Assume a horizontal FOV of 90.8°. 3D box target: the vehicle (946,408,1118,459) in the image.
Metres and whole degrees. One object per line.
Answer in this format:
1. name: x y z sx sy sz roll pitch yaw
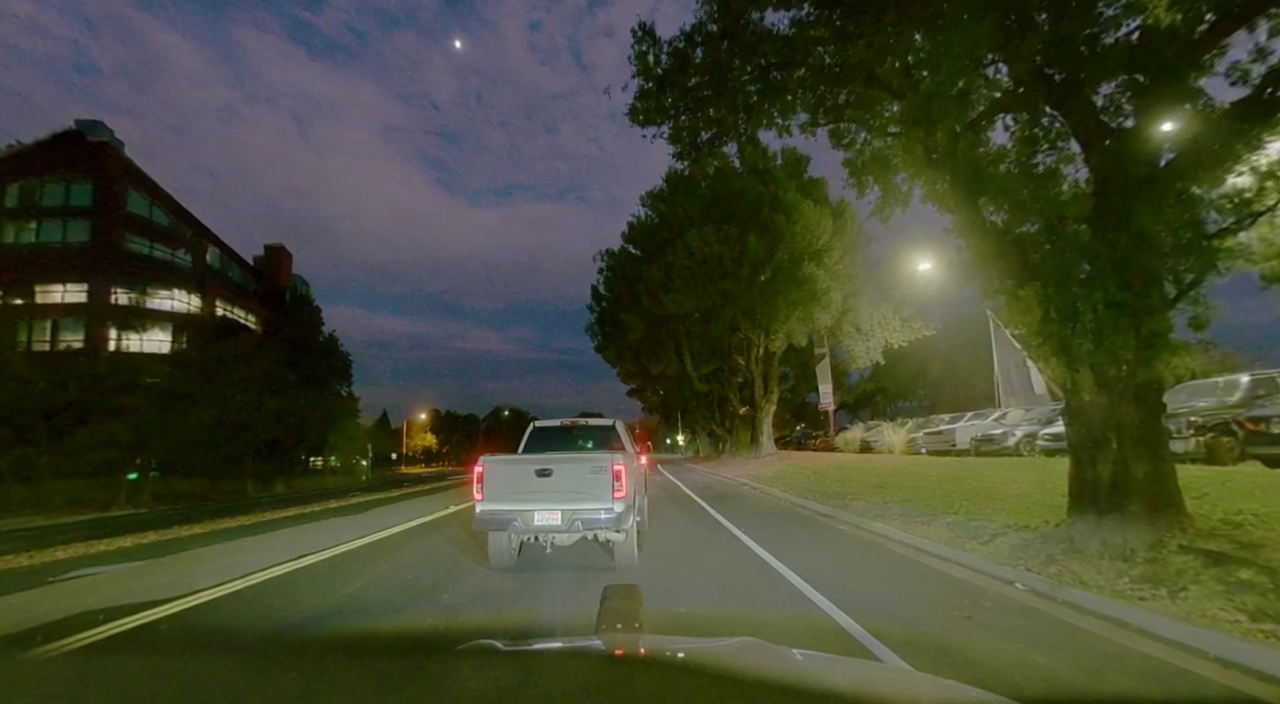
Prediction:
1. vehicle: 11.960 2.521 19.501 3.964 1.484 1.924 0 -8 1

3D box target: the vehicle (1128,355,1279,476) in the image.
1. vehicle: 12.549 1.262 11.580 5.191 1.983 2.335 1 -8 2

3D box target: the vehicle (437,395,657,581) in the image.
1. vehicle: -0.871 1.706 8.803 2.157 1.816 5.039 0 -8 1
